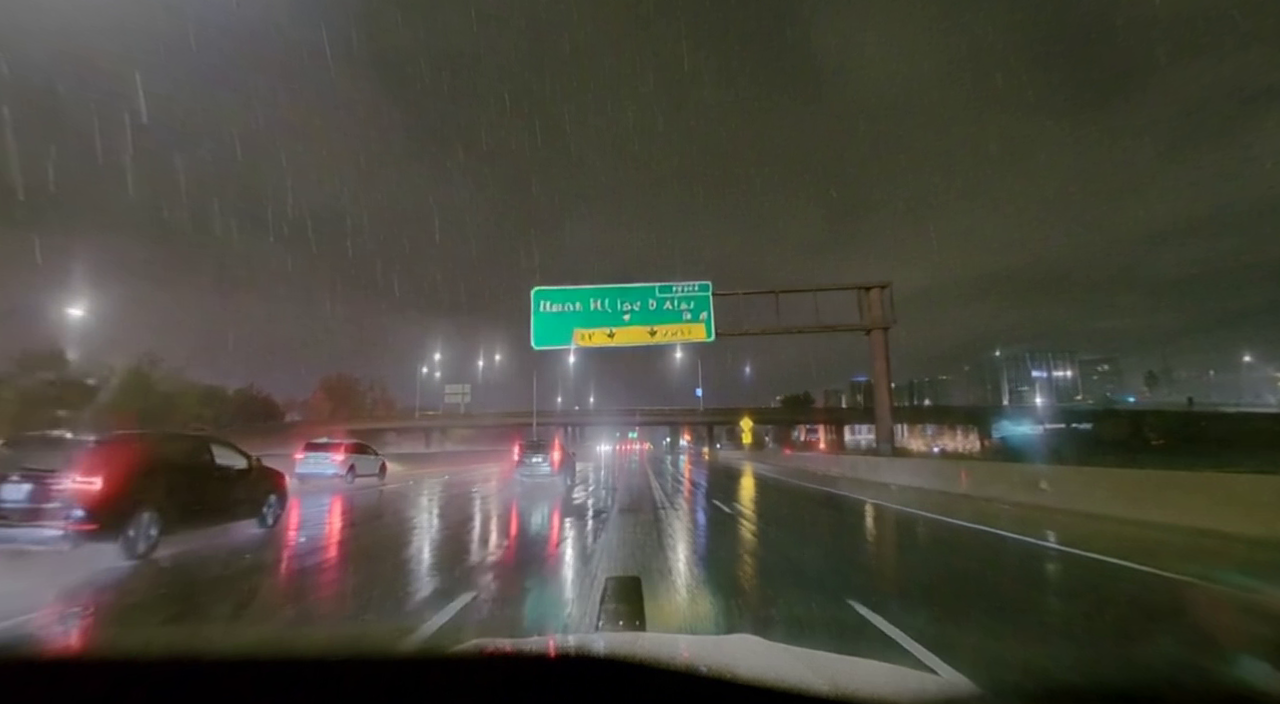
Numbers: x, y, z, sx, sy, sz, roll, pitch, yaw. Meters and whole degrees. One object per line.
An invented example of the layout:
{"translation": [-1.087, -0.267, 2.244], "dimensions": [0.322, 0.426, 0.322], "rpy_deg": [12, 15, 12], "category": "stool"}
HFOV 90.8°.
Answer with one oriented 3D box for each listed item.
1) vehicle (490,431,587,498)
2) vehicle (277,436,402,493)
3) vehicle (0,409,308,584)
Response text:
{"translation": [-2.798, 3.221, 18.426], "dimensions": [2.027, 1.697, 4.307], "rpy_deg": [0, -8, 1], "category": "vehicle"}
{"translation": [-10.260, 3.849, 22.059], "dimensions": [1.969, 1.759, 4.758], "rpy_deg": [0, -8, 0], "category": "vehicle"}
{"translation": [-6.993, 1.826, 8.866], "dimensions": [2.015, 1.762, 4.790], "rpy_deg": [0, -8, 0], "category": "vehicle"}
